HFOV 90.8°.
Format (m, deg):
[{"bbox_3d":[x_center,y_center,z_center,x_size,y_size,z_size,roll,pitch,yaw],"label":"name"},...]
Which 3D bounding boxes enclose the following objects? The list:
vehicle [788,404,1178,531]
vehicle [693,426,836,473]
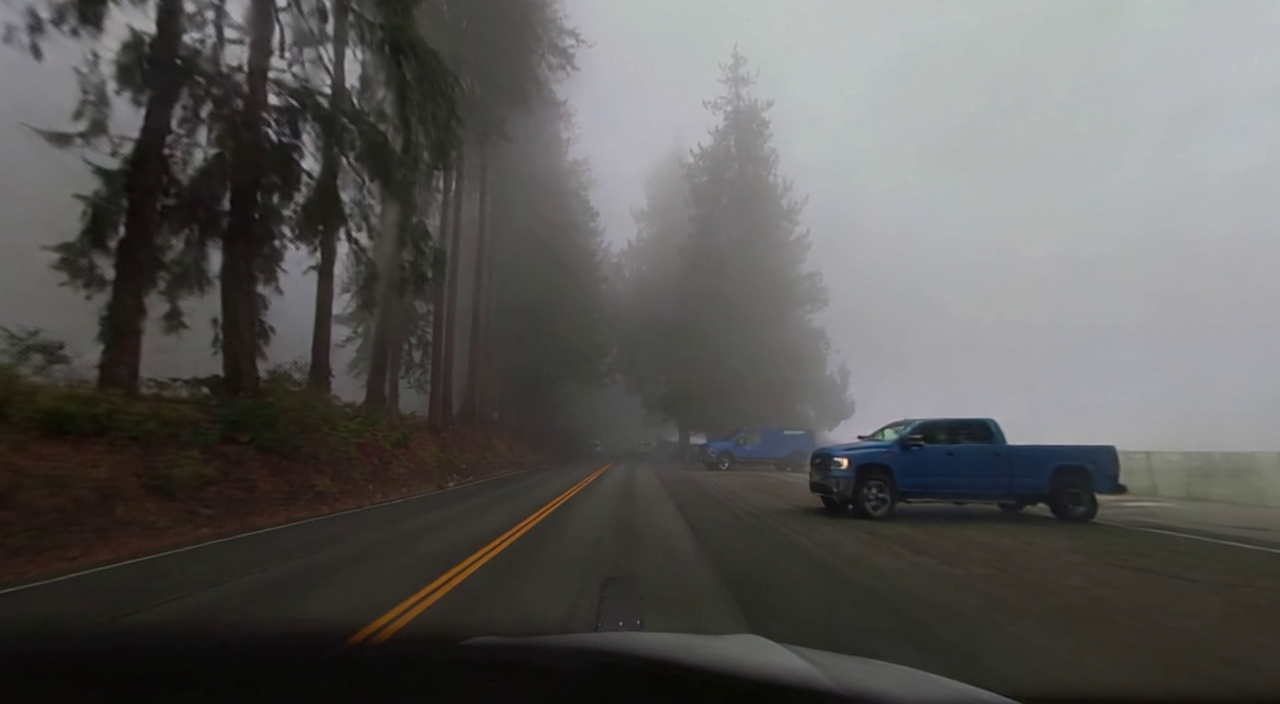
[{"bbox_3d":[6.003,2.104,11.818,5.797,2.070,2.502,0,-8,-1],"label":"vehicle"},{"bbox_3d":[6.227,4.980,32.369,6.645,2.298,2.763,0,-9,-3],"label":"vehicle"}]
